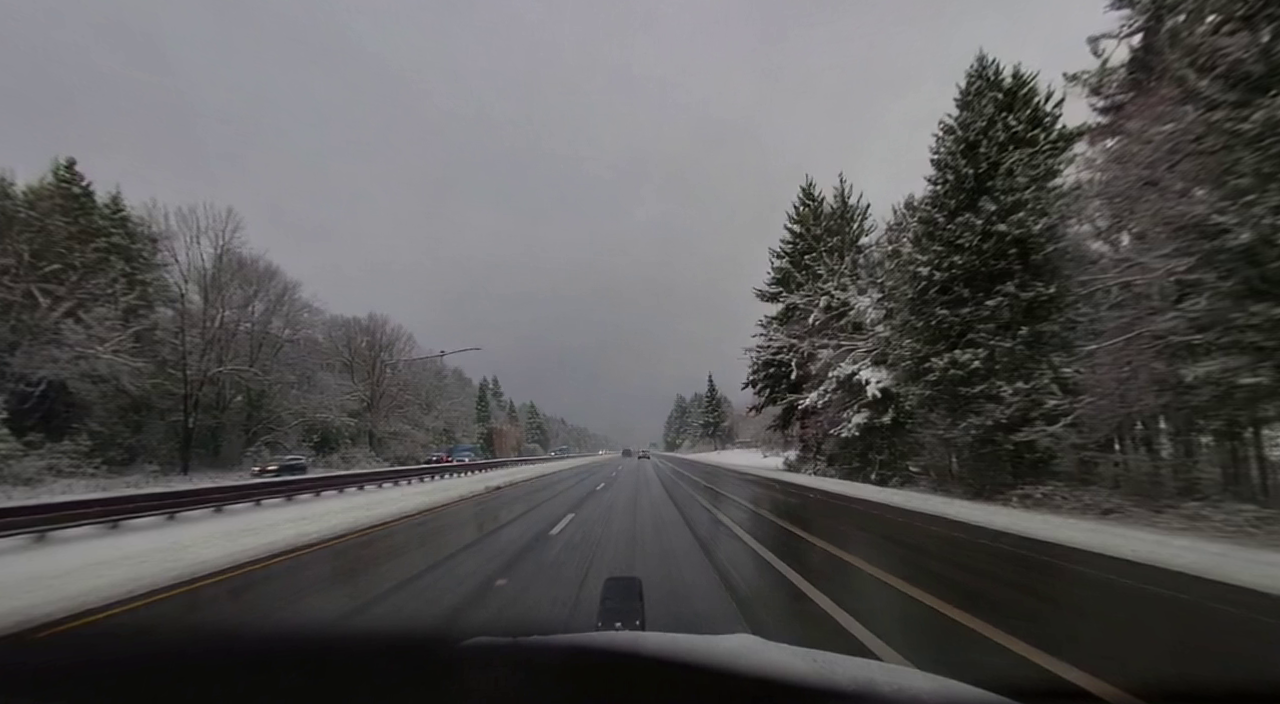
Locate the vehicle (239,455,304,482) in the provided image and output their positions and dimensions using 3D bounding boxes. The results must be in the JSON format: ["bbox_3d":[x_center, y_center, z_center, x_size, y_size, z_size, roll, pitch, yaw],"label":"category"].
[{"bbox_3d":[-24.061,7.590,41.368,1.819,1.583,4.052,0,-9,0],"label":"vehicle"}]
